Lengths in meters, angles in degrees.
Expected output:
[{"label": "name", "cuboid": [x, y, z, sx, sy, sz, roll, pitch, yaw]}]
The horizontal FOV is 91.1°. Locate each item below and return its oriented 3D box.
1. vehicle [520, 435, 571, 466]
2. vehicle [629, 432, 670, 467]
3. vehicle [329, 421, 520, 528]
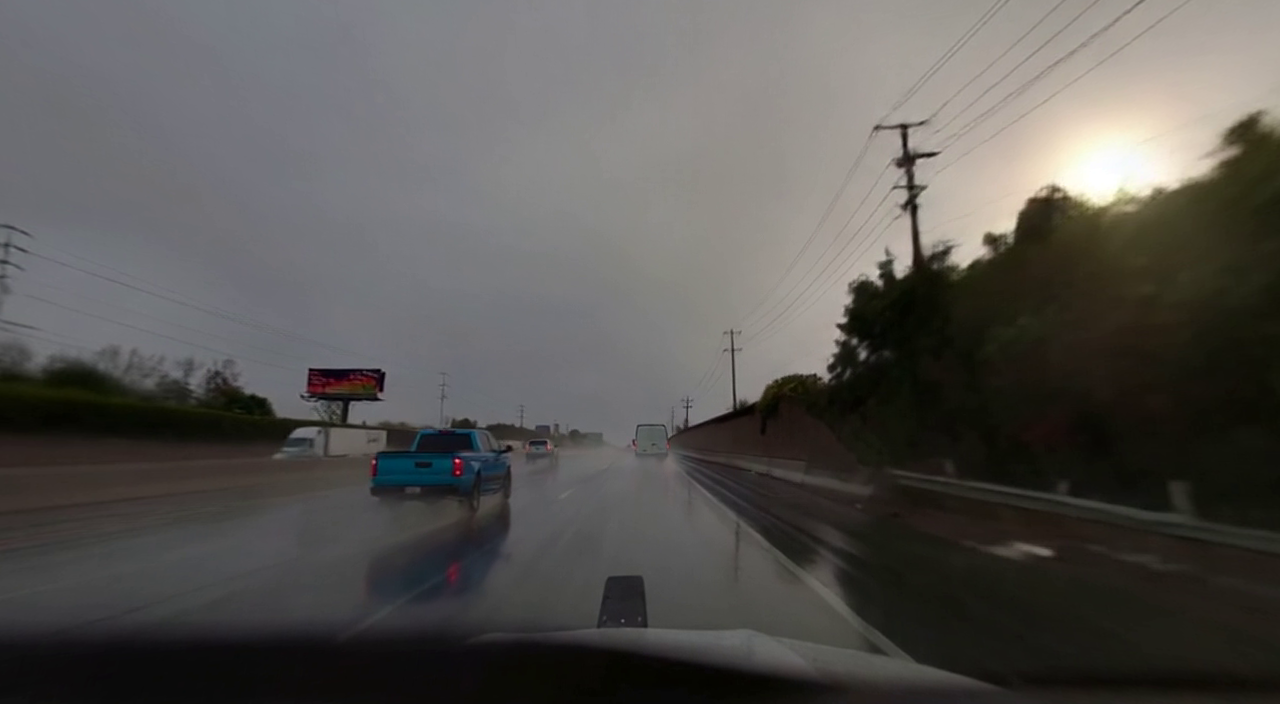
[{"label": "vehicle", "cuboid": [-6.882, 7.298, 46.758, 2.695, 2.084, 6.836, 0, -8, 1]}, {"label": "vehicle", "cuboid": [0.635, 6.866, 44.245, 2.692, 2.279, 5.695, 0, -8, 1]}, {"label": "vehicle", "cuboid": [-4.006, 2.368, 12.748, 2.145, 1.730, 4.729, 0, -8, 1]}]
